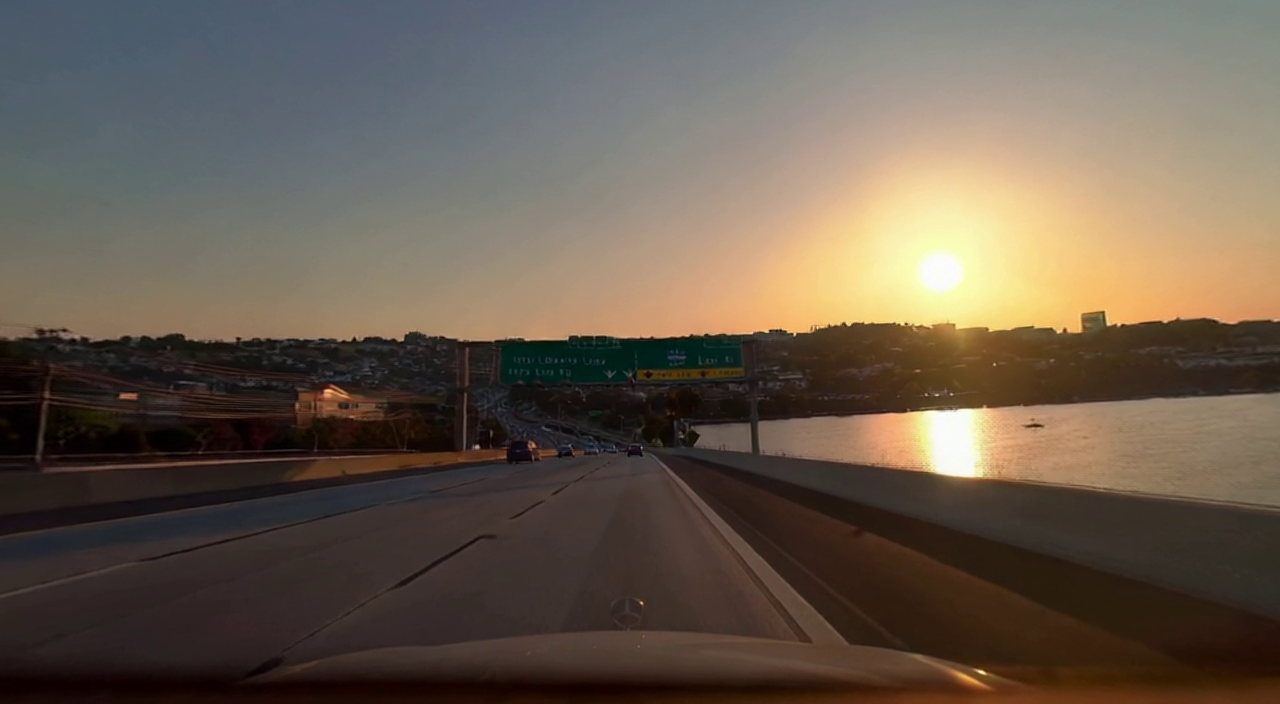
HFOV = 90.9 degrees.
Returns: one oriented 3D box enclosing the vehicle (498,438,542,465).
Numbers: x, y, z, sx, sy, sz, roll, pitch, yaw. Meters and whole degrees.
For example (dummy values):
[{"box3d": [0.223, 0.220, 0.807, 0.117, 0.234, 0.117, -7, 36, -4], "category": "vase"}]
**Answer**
[{"box3d": [-7.348, 6.118, 38.978, 1.946, 1.590, 4.042, 0, -8, 0], "category": "vehicle"}]
